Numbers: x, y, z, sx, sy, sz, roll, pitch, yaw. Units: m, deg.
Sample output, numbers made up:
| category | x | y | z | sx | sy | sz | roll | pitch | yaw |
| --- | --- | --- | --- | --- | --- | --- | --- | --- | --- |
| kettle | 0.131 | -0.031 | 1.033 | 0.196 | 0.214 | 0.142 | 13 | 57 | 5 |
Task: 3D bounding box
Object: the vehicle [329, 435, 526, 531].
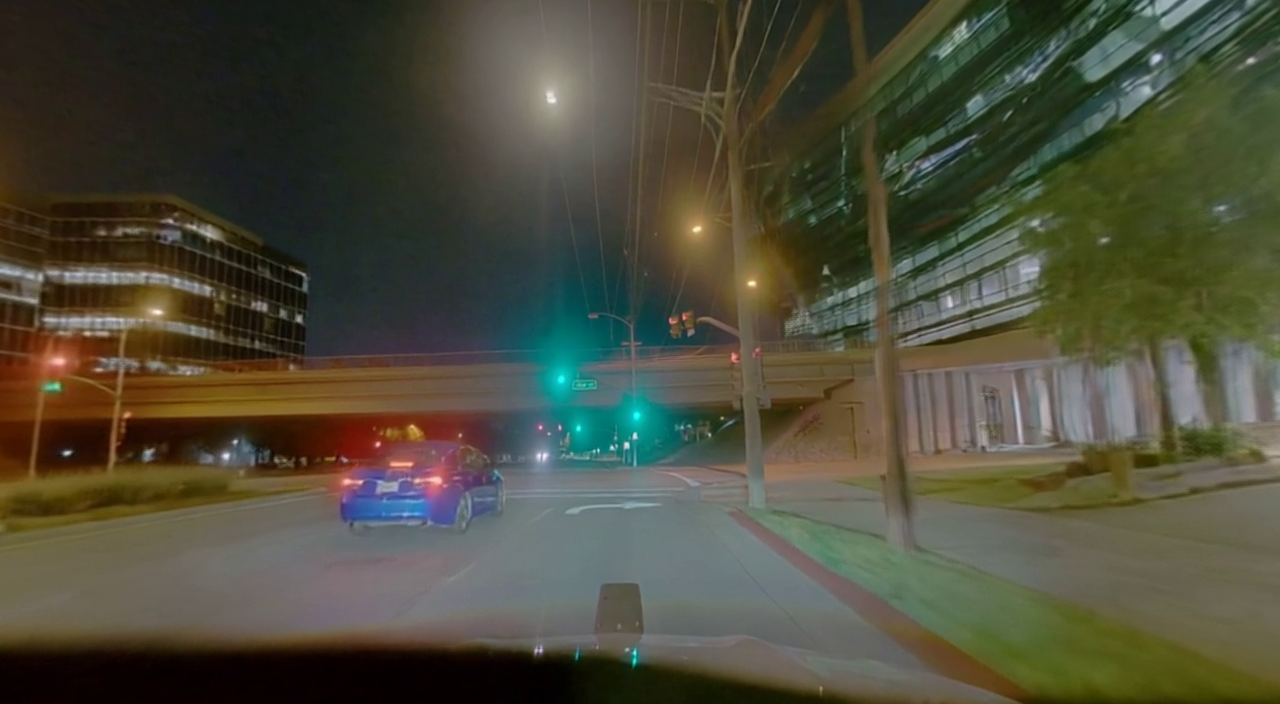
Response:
| category | x | y | z | sx | sy | sz | roll | pitch | yaw |
| --- | --- | --- | --- | --- | --- | --- | --- | --- | --- |
| vehicle | -3.704 | 2.386 | 12.085 | 2.154 | 1.465 | 4.532 | 0 | -9 | 0 |
